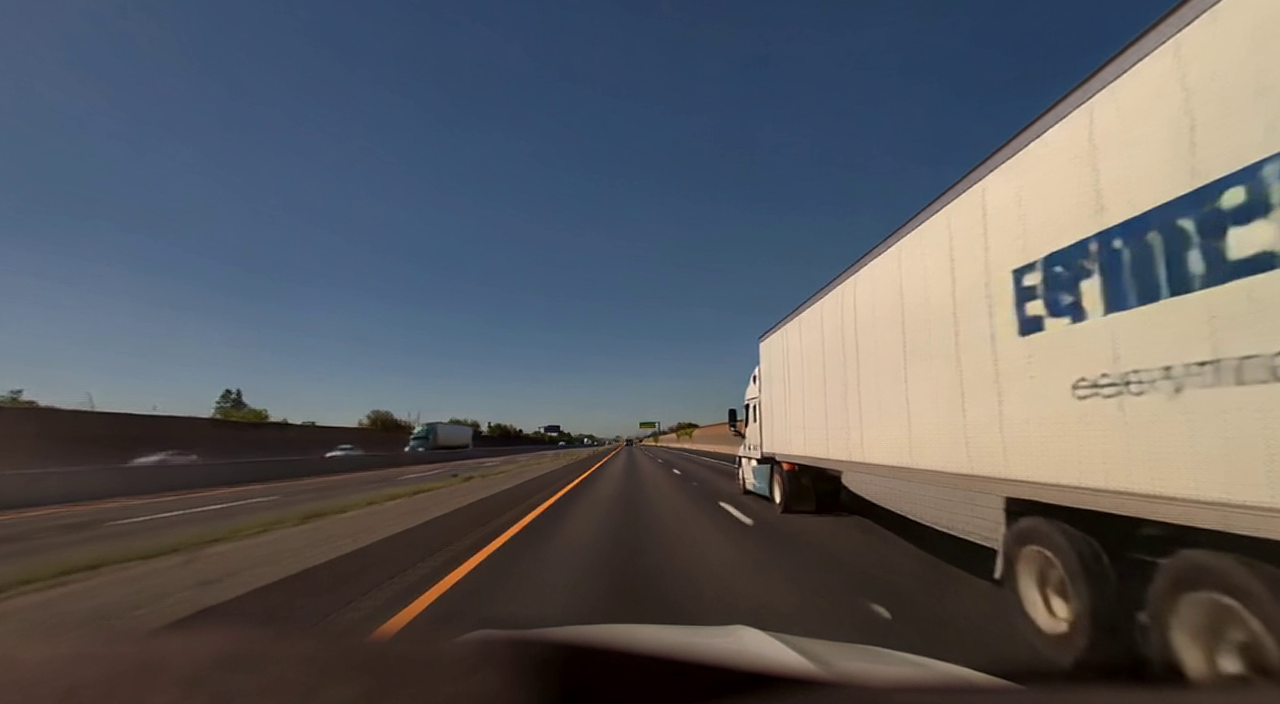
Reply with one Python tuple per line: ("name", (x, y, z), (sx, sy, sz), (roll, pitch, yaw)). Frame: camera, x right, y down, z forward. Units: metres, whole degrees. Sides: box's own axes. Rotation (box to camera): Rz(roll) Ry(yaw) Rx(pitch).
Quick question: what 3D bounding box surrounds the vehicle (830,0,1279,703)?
("vehicle", (3.497, 0.174, 3.219), (2.702, 3.193, 7.196), (-1, -8, 0))
